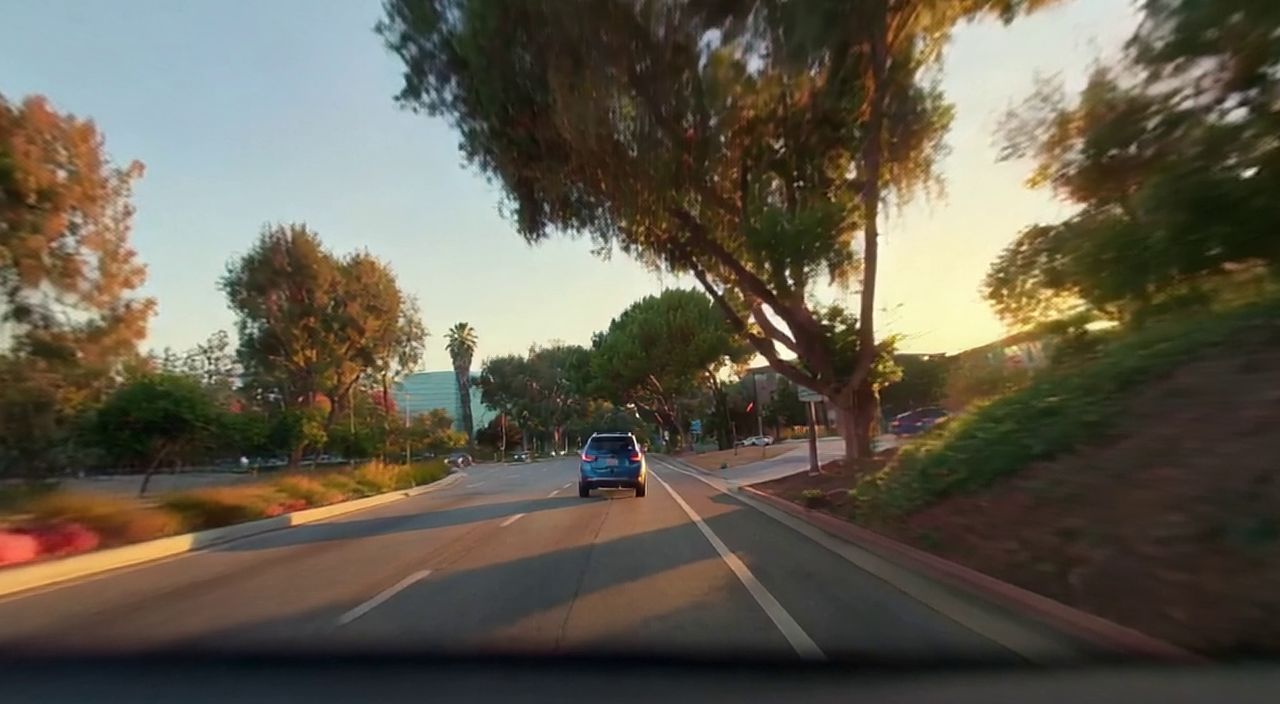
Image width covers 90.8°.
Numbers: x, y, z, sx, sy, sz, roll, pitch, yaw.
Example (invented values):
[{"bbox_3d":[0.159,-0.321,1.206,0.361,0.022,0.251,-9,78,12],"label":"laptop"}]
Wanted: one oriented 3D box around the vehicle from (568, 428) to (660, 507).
[{"bbox_3d":[-0.655,3.012,16.850,2.131,1.761,4.242,-1,-9,-1],"label":"vehicle"}]
